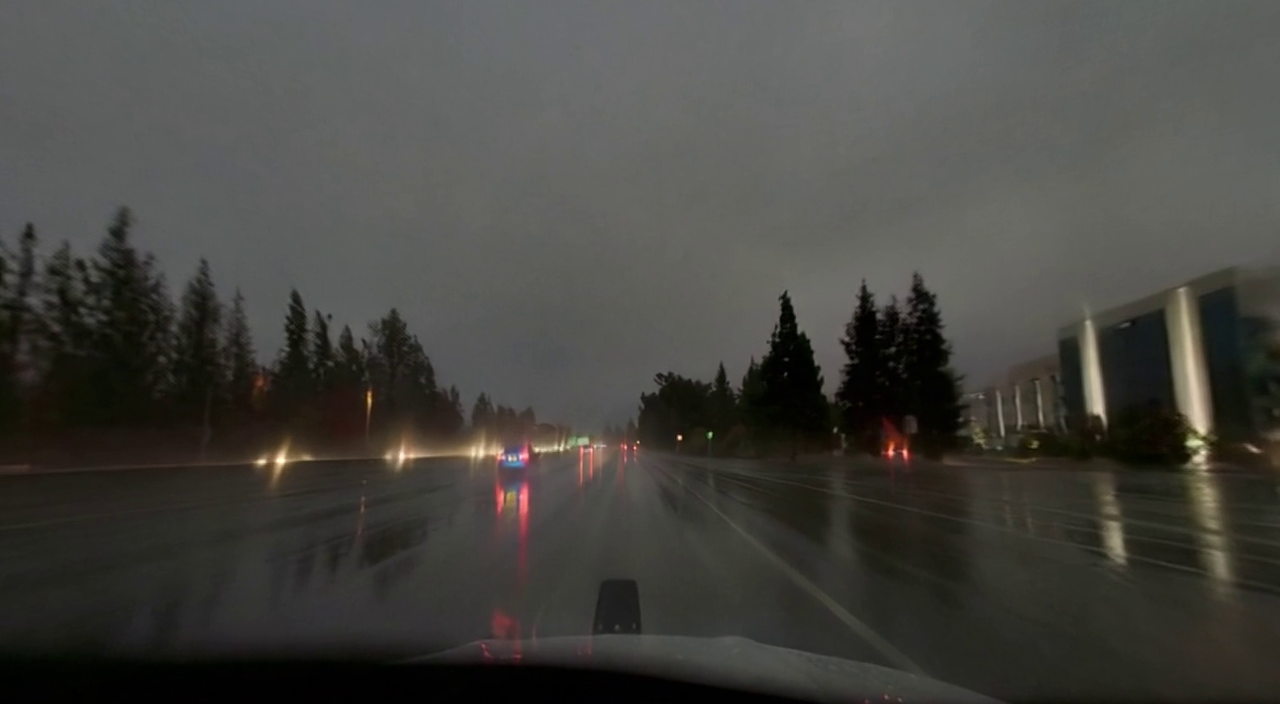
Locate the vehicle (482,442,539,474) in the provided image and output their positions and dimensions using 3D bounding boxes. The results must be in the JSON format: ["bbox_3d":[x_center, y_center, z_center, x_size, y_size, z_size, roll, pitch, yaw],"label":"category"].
[{"bbox_3d":[-6.881,5.669,34.027,2.016,1.606,4.806,0,-9,0],"label":"vehicle"}]
